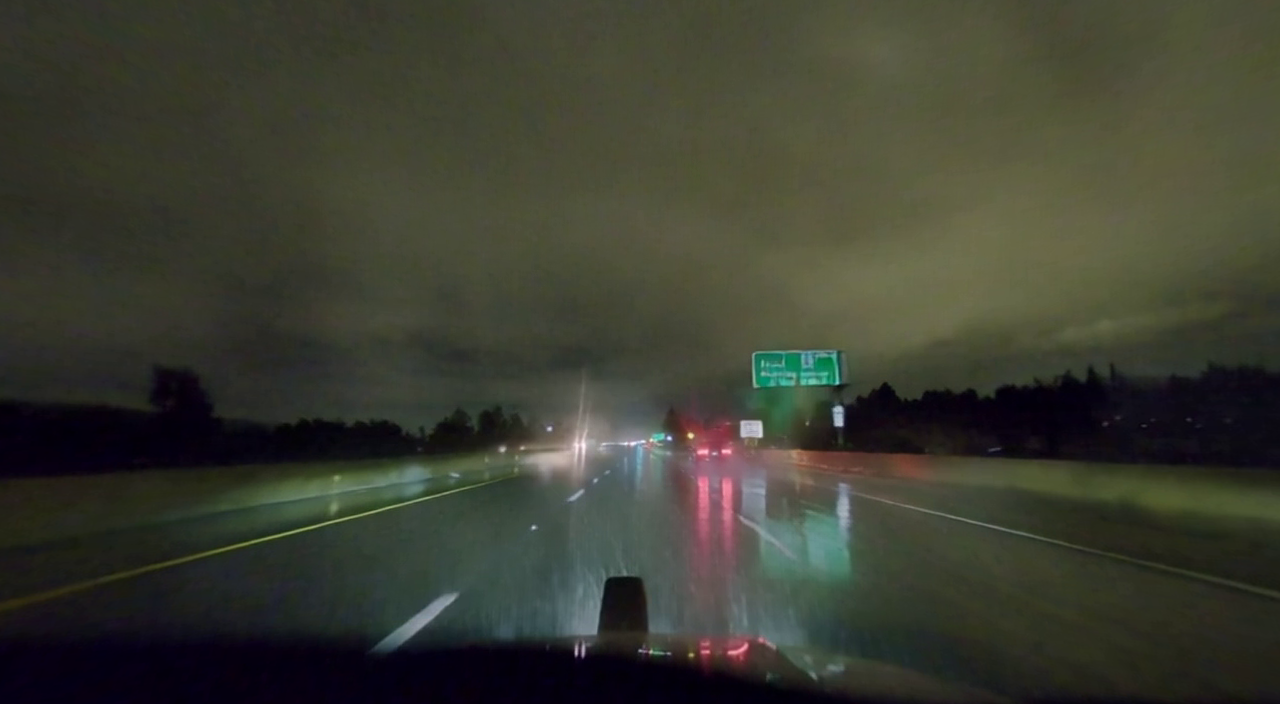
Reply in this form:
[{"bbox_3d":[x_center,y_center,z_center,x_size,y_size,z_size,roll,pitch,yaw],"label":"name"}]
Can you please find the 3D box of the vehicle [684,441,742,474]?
[{"bbox_3d":[3.470,5.136,30.937,2.193,1.462,4.533,0,-8,-1],"label":"vehicle"}]
